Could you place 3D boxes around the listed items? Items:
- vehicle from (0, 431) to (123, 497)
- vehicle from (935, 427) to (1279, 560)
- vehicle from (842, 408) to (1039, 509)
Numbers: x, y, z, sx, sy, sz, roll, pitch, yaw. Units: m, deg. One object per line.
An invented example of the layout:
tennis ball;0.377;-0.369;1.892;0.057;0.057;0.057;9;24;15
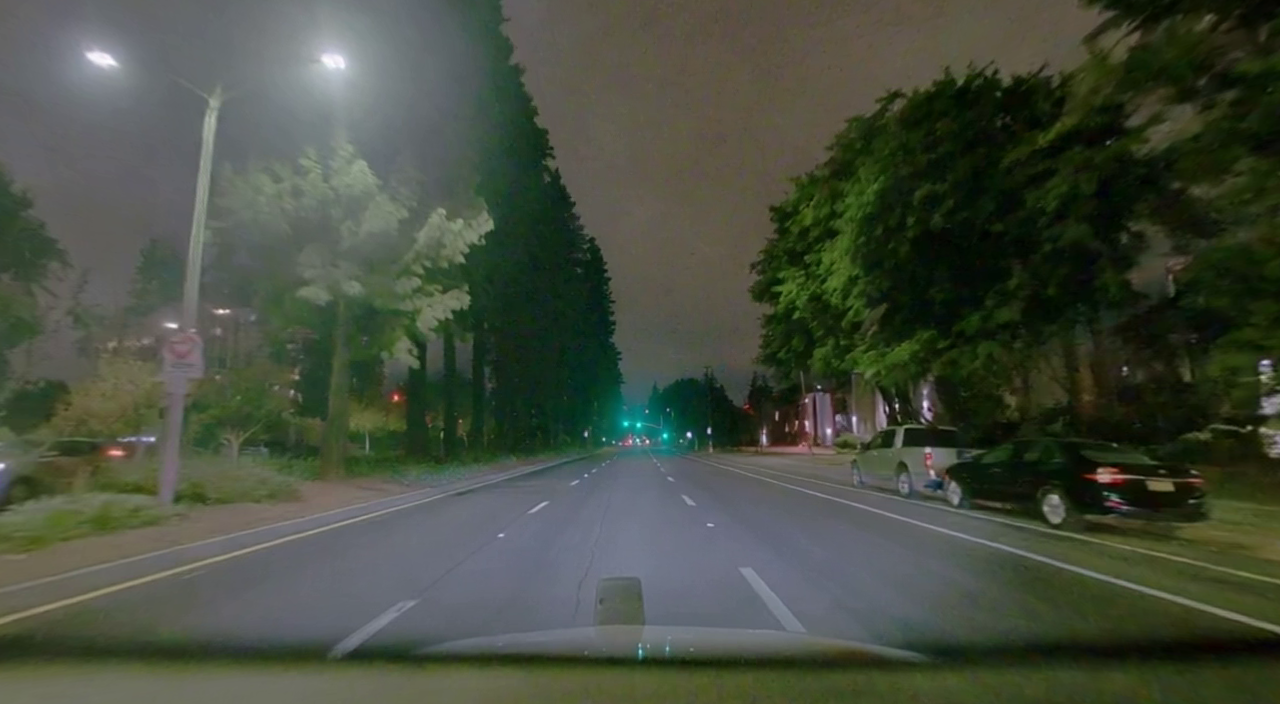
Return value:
vehicle;-15.866;2.778;15.765;1.936;1.519;4.739;0;-8;-1
vehicle;7.087;2.096;10.229;2.135;1.556;5.023;2;-8;-1
vehicle;7.136;2.614;15.912;2.278;2.069;5.393;0;-8;0
